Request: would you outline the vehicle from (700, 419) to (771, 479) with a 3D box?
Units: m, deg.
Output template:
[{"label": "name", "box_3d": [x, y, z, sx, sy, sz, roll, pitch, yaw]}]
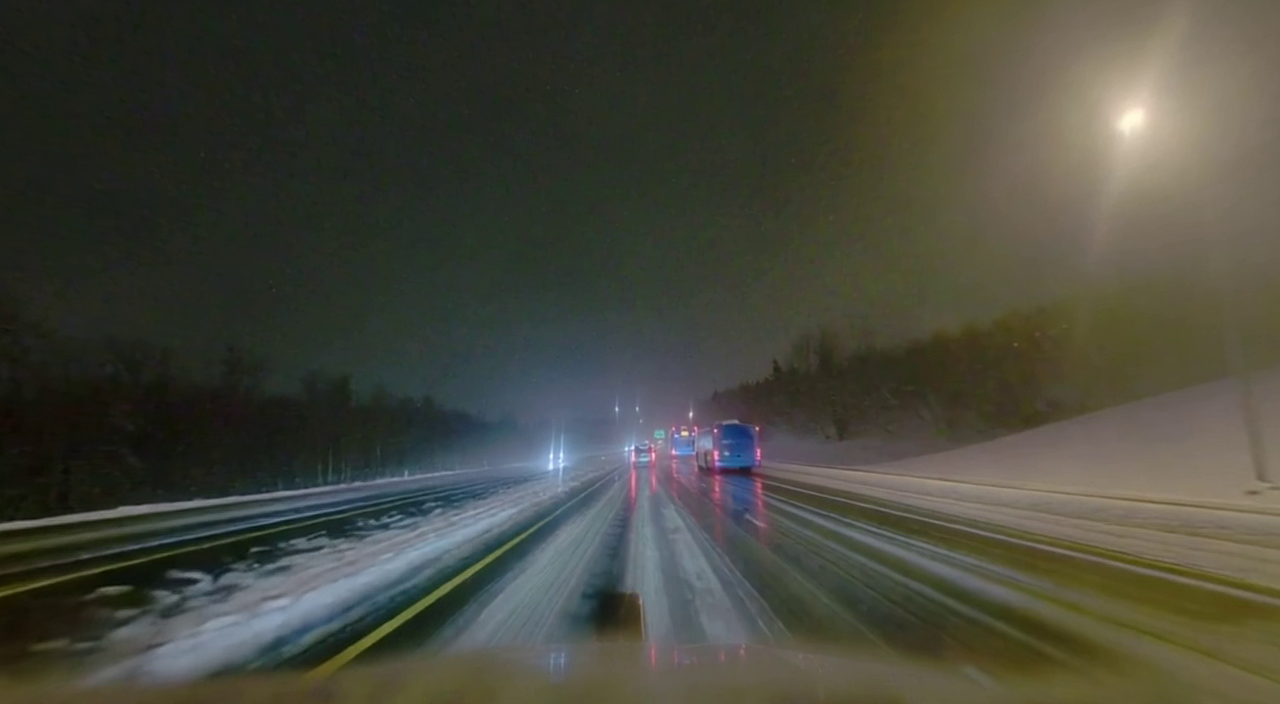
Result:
[{"label": "vehicle", "box_3d": [4.400, 4.644, 30.182, 2.440, 2.555, 5.957, 0, -9, 0]}]

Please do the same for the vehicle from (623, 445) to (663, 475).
[{"label": "vehicle", "box_3d": [0.147, 5.716, 33.544, 2.004, 1.449, 3.817, 0, -9, -1]}]
